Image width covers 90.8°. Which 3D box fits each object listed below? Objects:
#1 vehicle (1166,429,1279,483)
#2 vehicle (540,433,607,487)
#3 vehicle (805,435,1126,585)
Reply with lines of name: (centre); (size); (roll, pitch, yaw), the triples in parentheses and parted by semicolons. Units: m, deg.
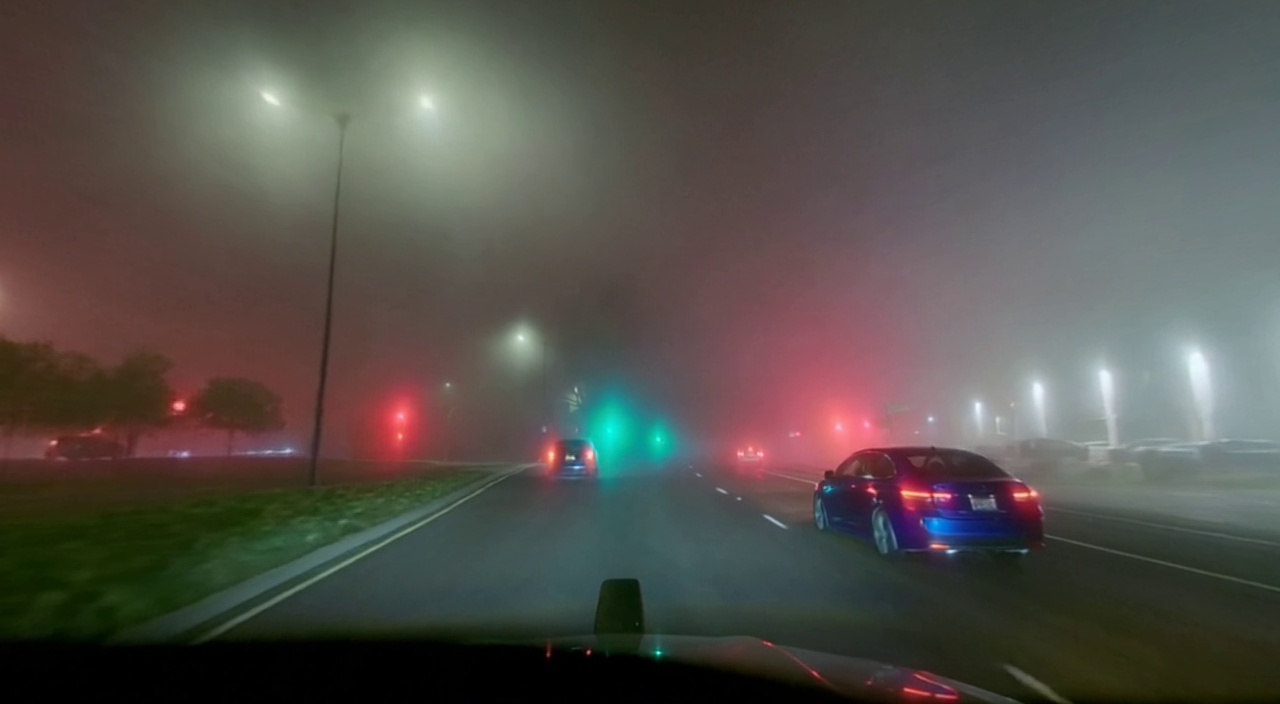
vehicle: (24.220, 4.125, 25.266); (5.069, 1.992, 2.205); (2, -9, -16)
vehicle: (-2.255, 3.748, 22.298); (2.085, 1.693, 4.301); (1, -8, -4)
vehicle: (3.719, 1.847, 8.331); (1.918, 1.418, 4.360); (0, -8, 0)
